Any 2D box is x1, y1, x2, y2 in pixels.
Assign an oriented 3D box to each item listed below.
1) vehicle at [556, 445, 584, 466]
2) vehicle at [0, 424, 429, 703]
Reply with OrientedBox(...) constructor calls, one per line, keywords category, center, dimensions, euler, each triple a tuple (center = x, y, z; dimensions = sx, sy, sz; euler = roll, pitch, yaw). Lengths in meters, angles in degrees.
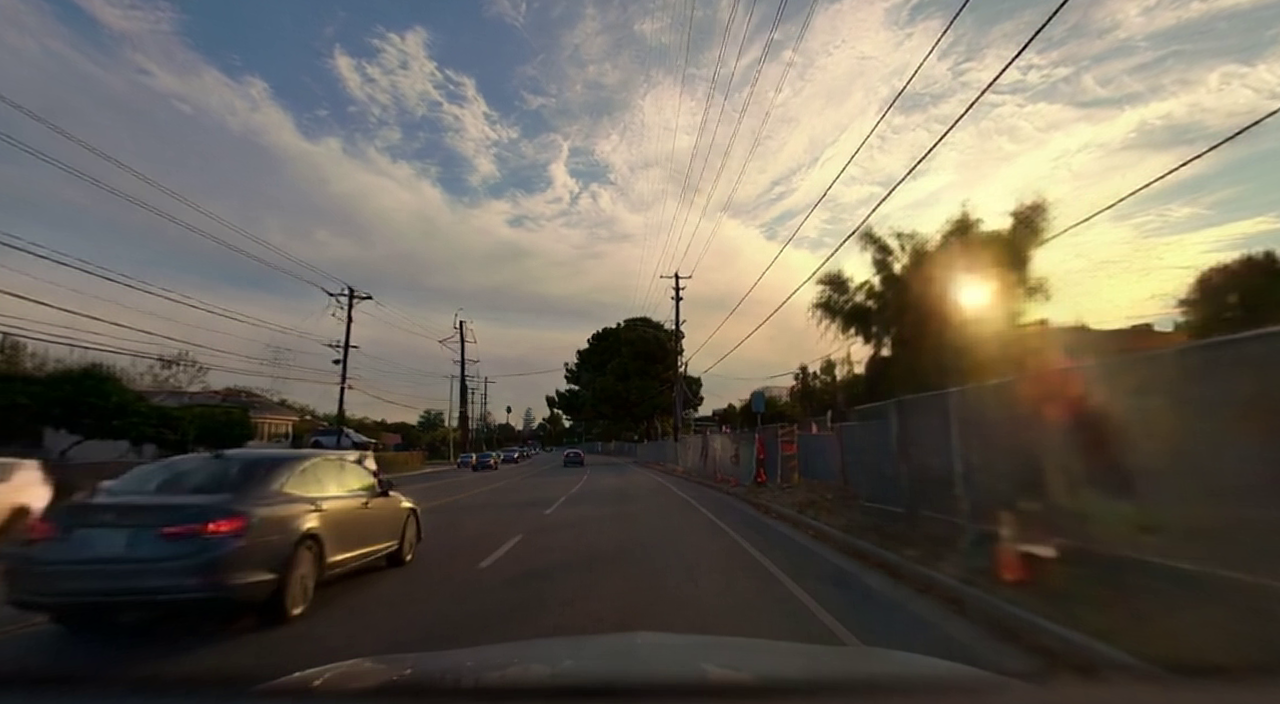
OrientedBox(category="vehicle", center=(-5.405, 8.055, 49.102), dimensions=(1.992, 1.515, 4.289), euler=(1, -9, -5))
OrientedBox(category="vehicle", center=(-3.616, 1.436, 5.352), dimensions=(2.020, 1.489, 4.469), euler=(0, -9, 1))
